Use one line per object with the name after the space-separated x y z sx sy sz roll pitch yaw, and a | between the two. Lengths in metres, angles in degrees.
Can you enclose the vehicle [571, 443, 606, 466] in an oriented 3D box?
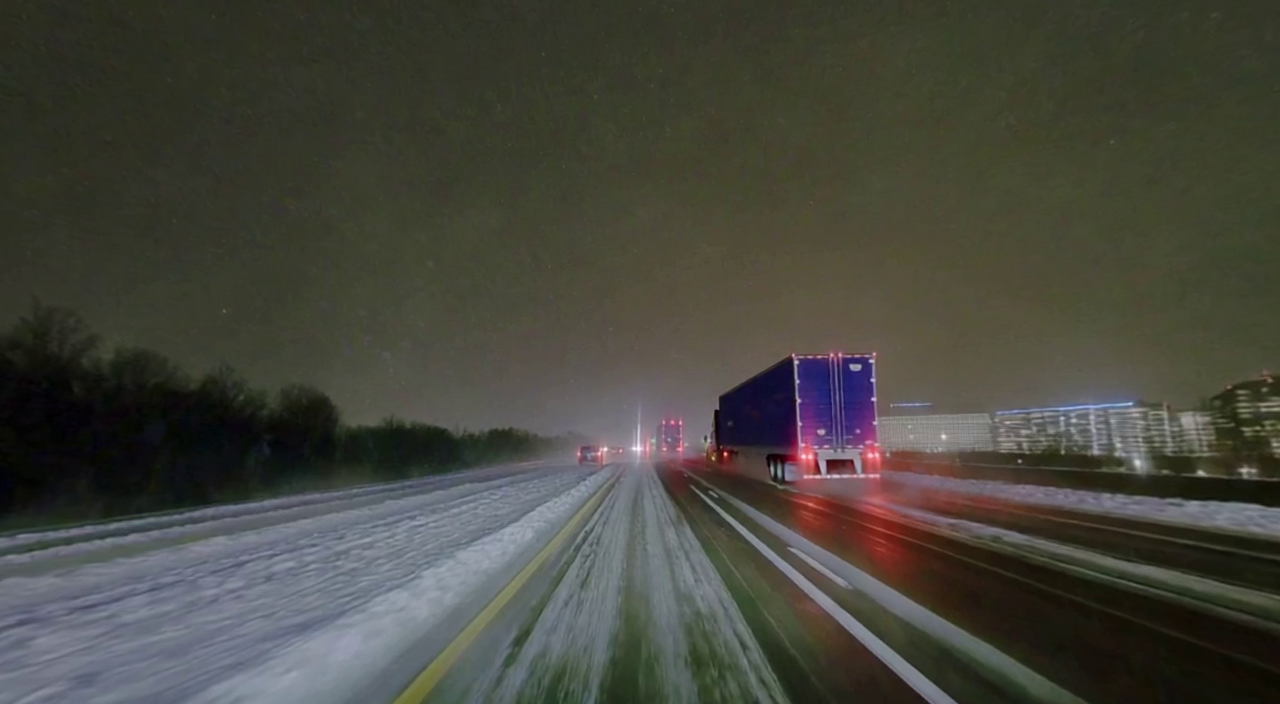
-3.731 7.490 46.181 2.113 1.548 4.532 0 -8 2 | vehicle
